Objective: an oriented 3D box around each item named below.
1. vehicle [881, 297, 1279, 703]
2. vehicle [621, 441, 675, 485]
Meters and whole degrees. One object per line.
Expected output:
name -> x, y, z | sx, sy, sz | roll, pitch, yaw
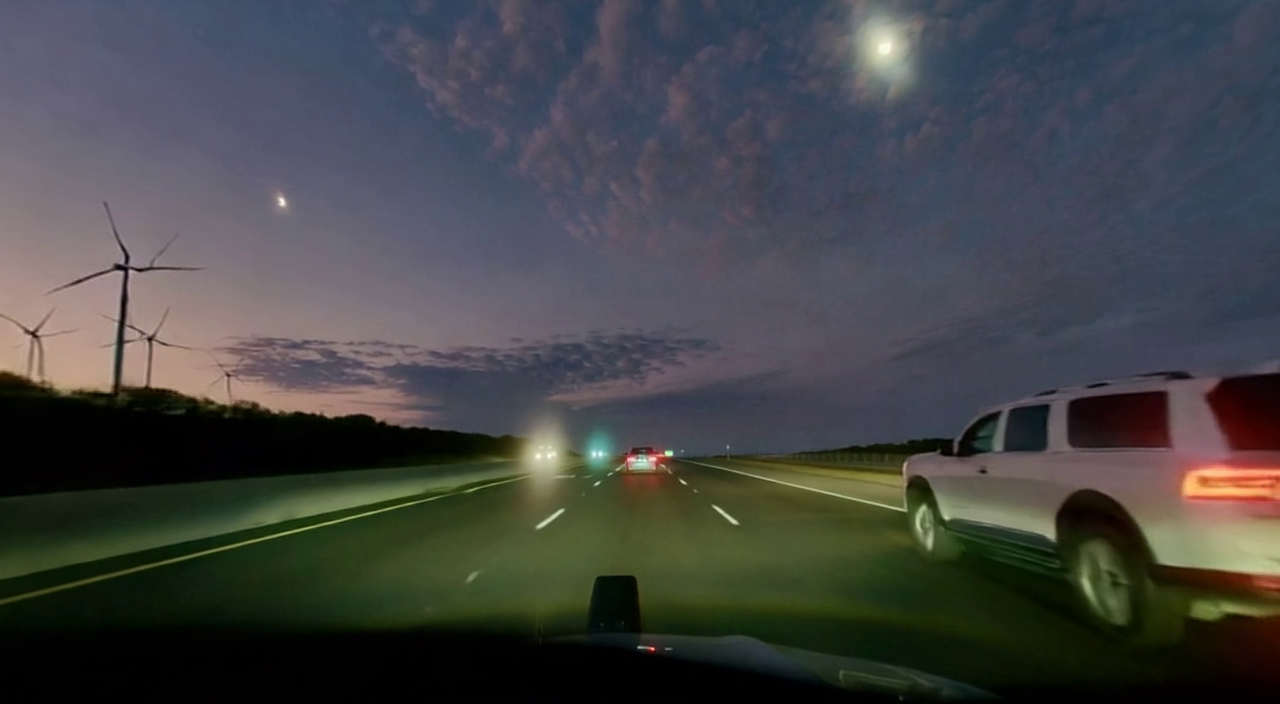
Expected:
vehicle -> 3.710, 0.975, 4.306 | 2.104, 1.861, 4.956 | 0, -9, 0
vehicle -> 0.298, 4.567, 26.202 | 2.083, 1.653, 3.787 | 0, -9, -1
